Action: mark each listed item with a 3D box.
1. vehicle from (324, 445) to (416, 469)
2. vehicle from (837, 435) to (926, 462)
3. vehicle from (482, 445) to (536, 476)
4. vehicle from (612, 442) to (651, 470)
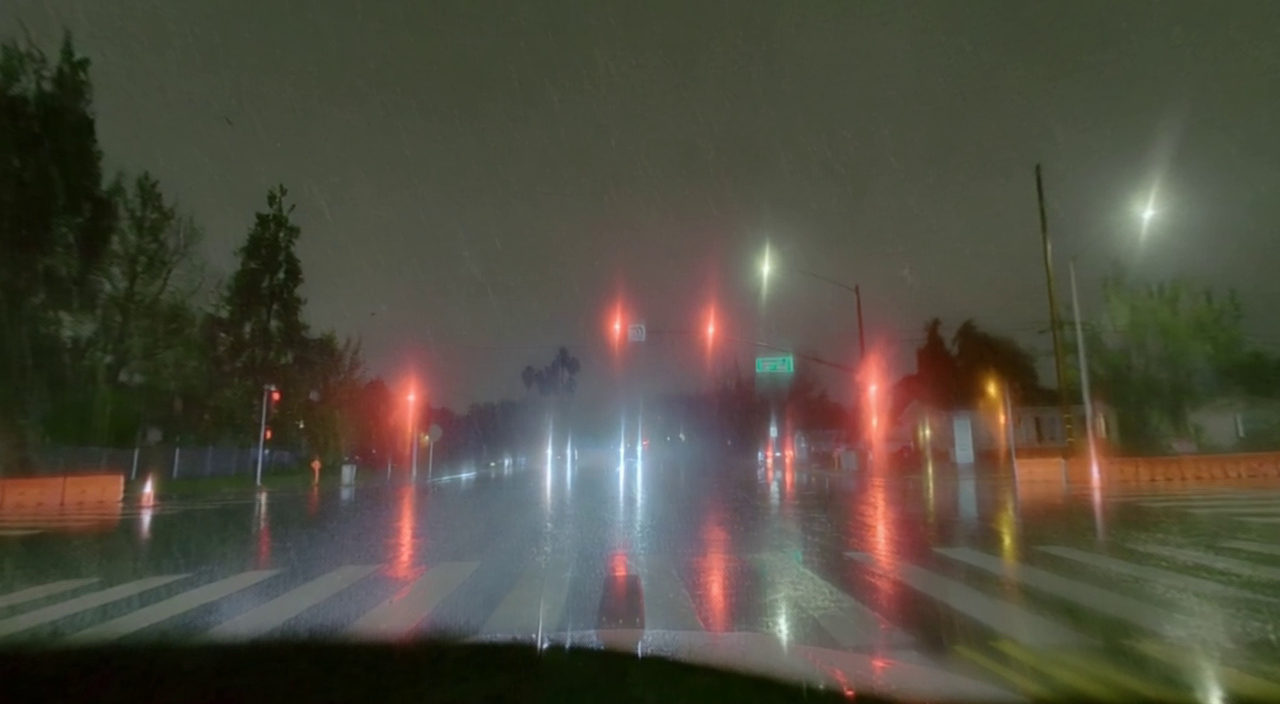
[{"bbox_3d":[-16.401,6.382,38.596,4.713,1.409,1.918,0,-8,-2],"label":"vehicle"},{"bbox_3d":[15.364,6.175,40.324,4.892,1.656,1.856,0,-8,0],"label":"vehicle"},{"bbox_3d":[-6.620,5.525,32.402,1.881,1.452,4.121,0,-8,0],"label":"vehicle"},{"bbox_3d":[-0.498,5.965,36.405,2.105,1.457,4.173,0,-8,-1],"label":"vehicle"}]
